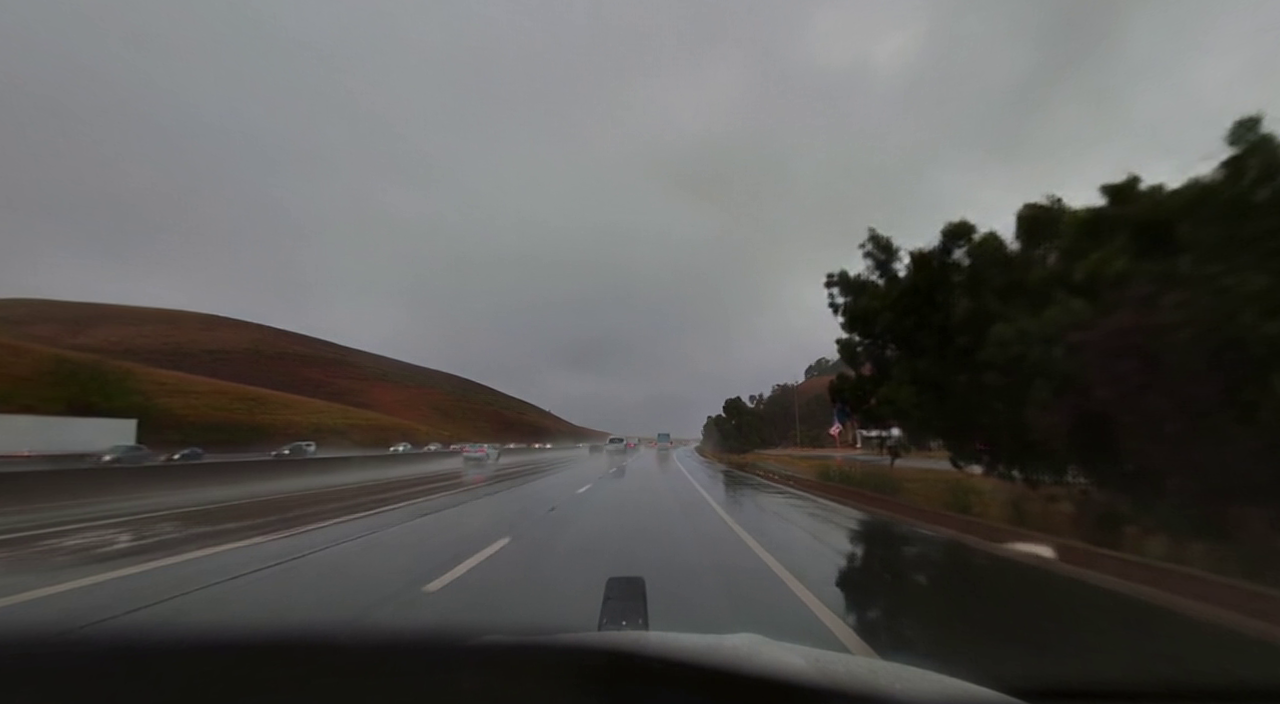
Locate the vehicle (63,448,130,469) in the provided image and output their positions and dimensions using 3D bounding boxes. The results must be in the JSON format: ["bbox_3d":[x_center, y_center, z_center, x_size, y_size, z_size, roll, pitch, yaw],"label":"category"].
[{"bbox_3d":[-41.201,8.047,47.883,1.711,1.456,3.747,1,-9,0],"label":"vehicle"}]

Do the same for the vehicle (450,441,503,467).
[{"bbox_3d":[-9.995,6.265,38.981,1.927,1.454,4.395,-1,-8,3],"label":"vehicle"}]
